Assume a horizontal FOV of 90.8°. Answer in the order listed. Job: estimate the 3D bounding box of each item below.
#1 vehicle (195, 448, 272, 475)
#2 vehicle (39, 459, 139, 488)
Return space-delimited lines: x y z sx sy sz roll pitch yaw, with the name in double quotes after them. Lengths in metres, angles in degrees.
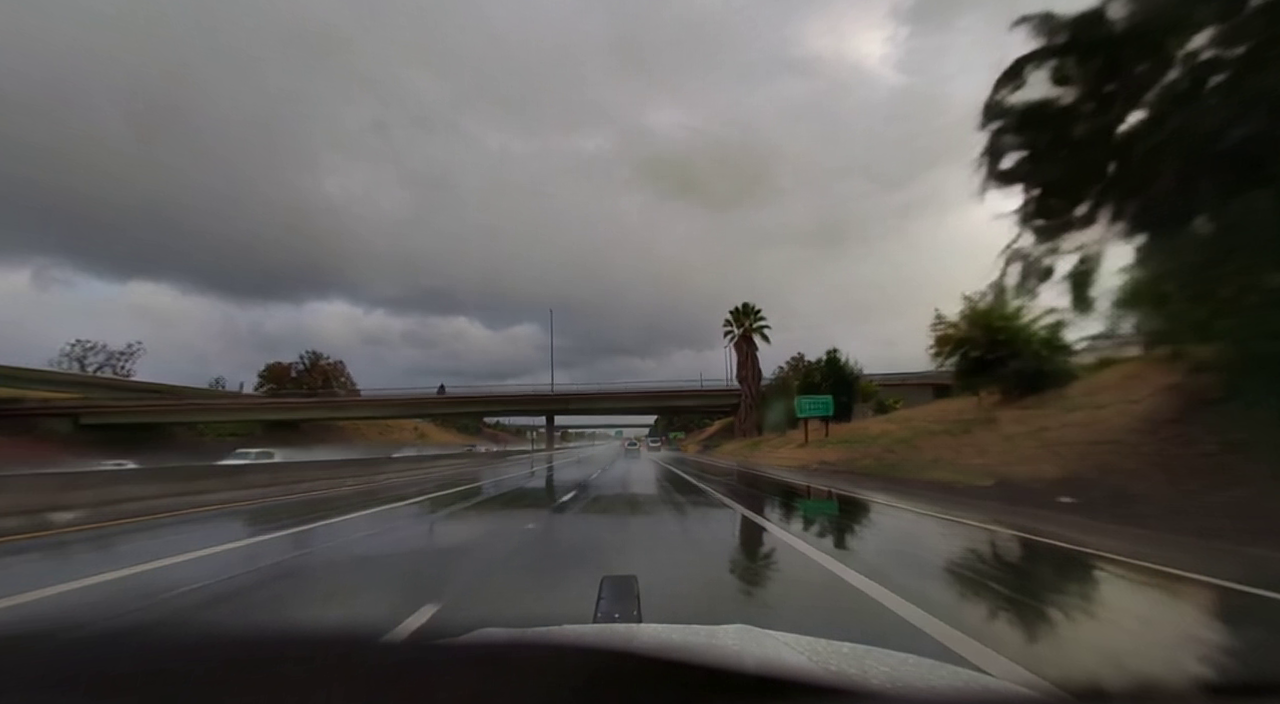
-29.215 7.877 45.636 2.137 1.784 5.111 0 -8 -1 "vehicle"
-33.738 7.441 38.893 1.877 1.524 4.752 0 -8 0 "vehicle"
